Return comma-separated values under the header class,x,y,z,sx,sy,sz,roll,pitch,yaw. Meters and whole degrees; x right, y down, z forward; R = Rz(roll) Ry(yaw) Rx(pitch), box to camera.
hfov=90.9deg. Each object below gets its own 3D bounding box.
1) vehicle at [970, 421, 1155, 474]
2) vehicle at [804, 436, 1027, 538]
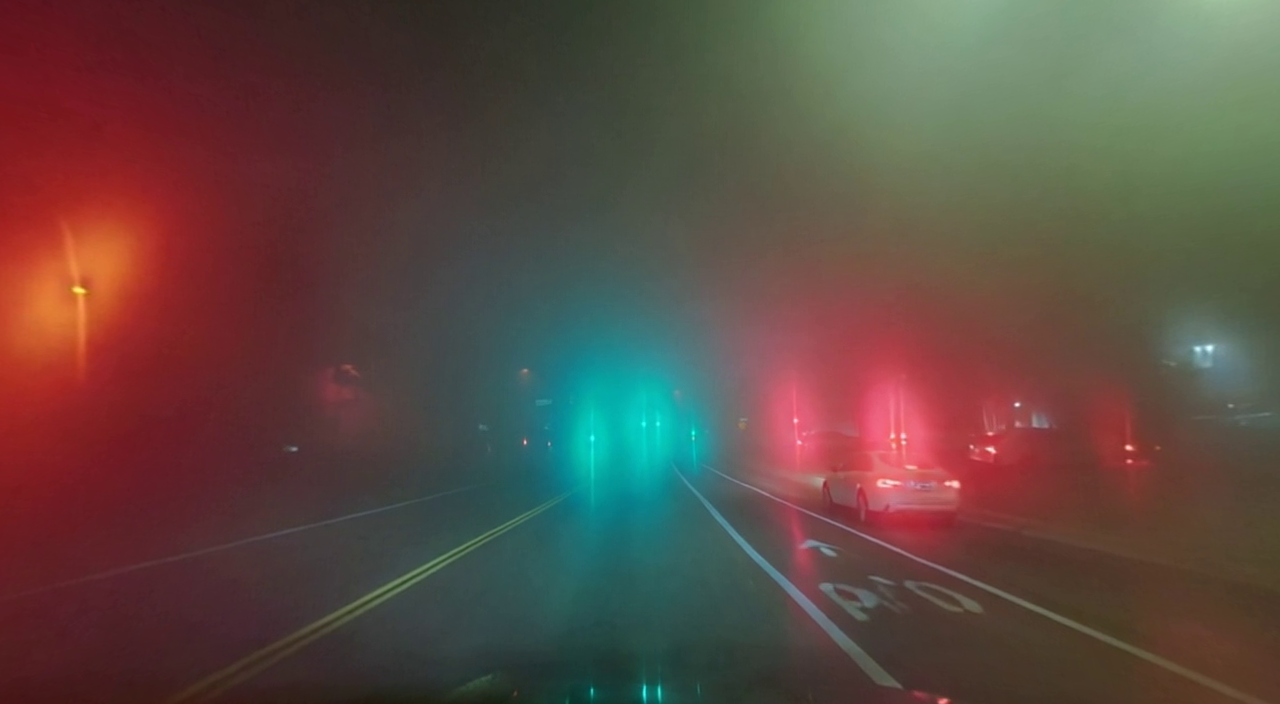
class,x,y,z,sx,sy,sz,roll,pitch,yaw
vehicle,12.735,2.911,19.234,4.227,1.451,1.874,-1,-9,3
vehicle,4.582,2.296,11.472,2.006,1.448,4.671,0,-8,1
